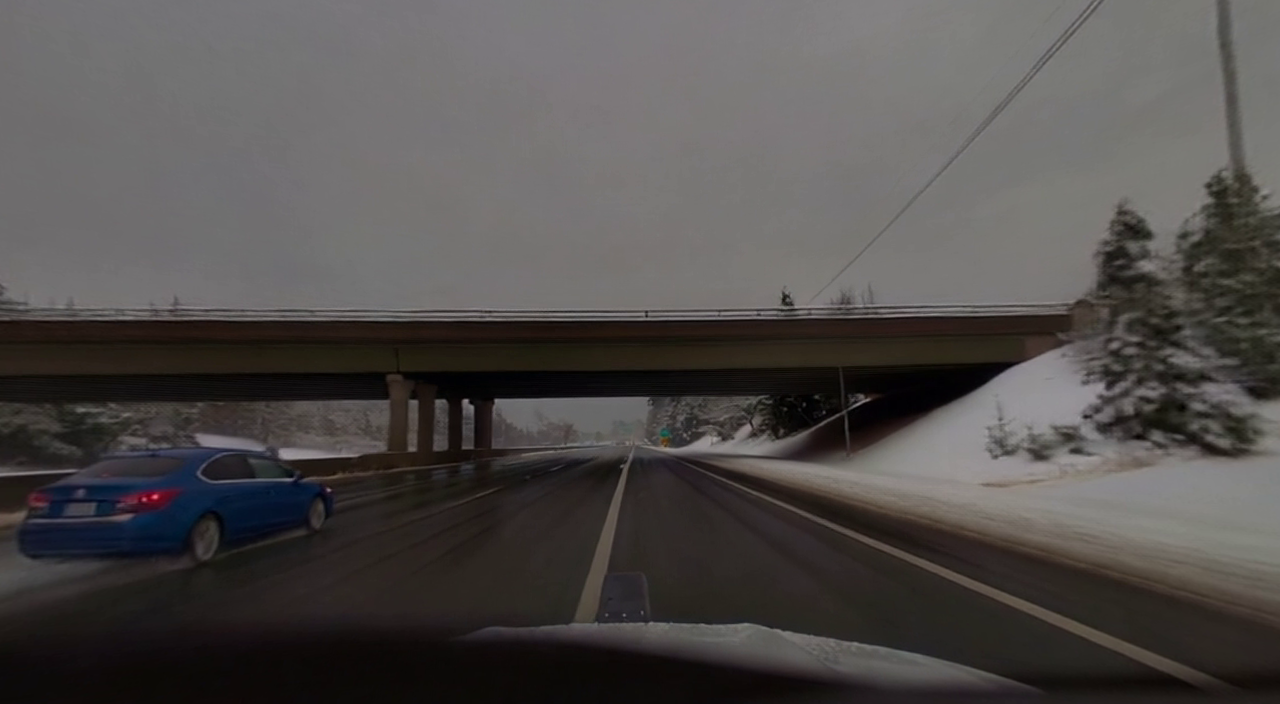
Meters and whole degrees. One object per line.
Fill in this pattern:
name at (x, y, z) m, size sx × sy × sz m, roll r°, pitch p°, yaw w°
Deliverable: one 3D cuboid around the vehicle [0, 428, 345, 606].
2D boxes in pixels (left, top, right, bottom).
vehicle at (-5.860, 1.791, 7.904) m, size 2.105 × 1.551 × 4.602 m, roll 0°, pitch -8°, yaw 0°
